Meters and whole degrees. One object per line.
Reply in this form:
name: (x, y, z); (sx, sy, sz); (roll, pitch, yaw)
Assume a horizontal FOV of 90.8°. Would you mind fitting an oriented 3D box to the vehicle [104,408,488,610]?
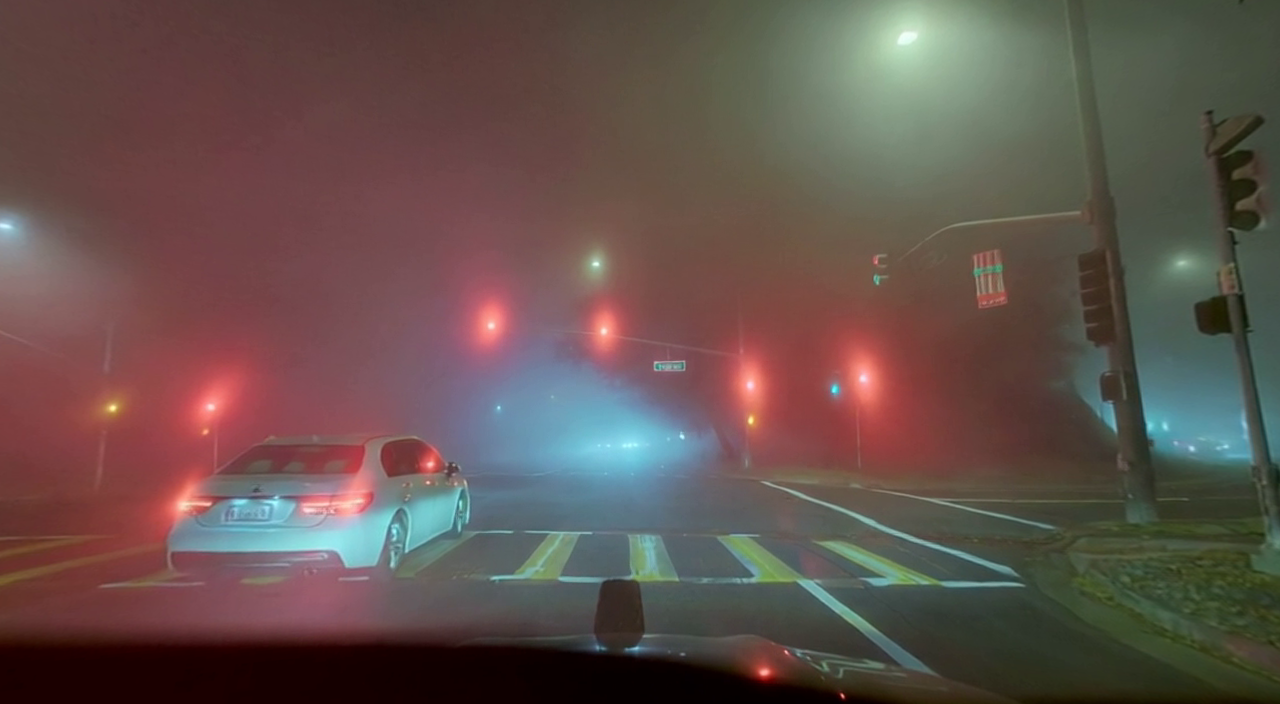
vehicle: (-3.305, 1.595, 7.389); (2.076, 1.599, 4.483); (0, -9, -2)
